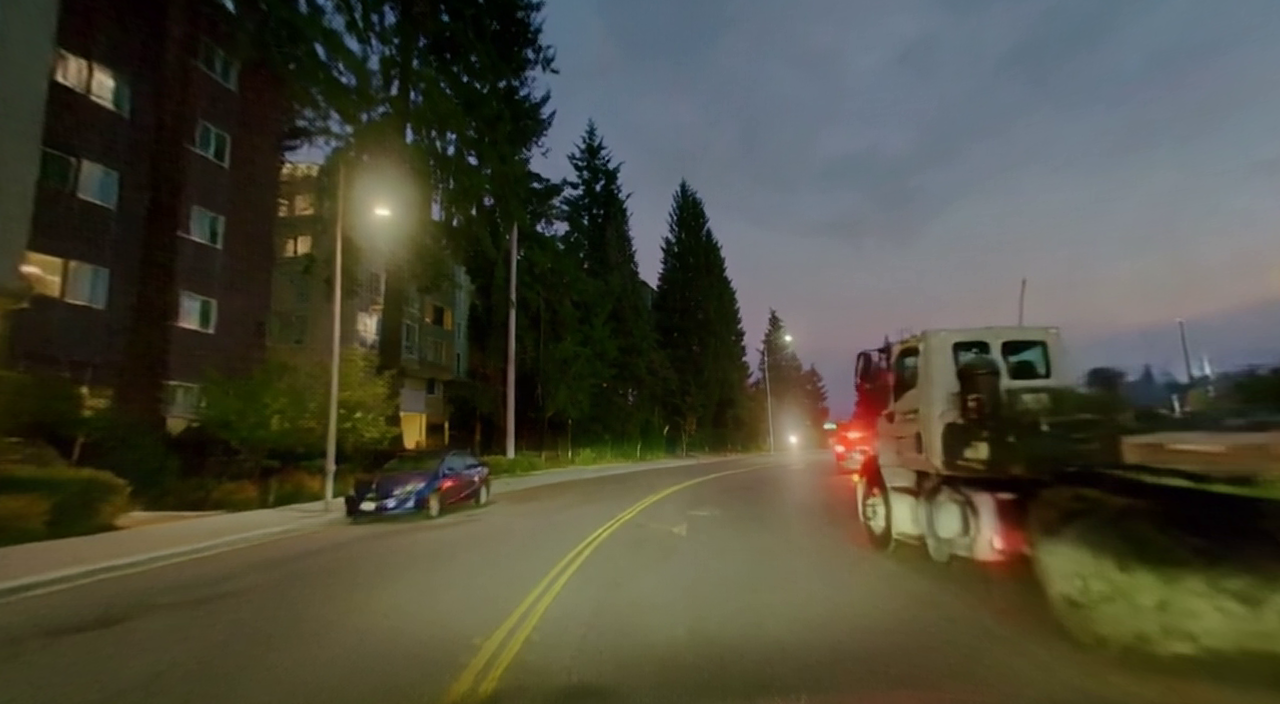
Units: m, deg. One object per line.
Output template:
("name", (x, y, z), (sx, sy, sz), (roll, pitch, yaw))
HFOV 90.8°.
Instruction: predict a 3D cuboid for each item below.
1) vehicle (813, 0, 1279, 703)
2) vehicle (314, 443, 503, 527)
("vehicle", (3.834, 0.058, 2.328), (2.834, 3.143, 12.517), (0, -9, 0))
("vehicle", (-4.698, 2.729, 13.641), (1.930, 1.487, 4.213), (-2, -8, 10))
